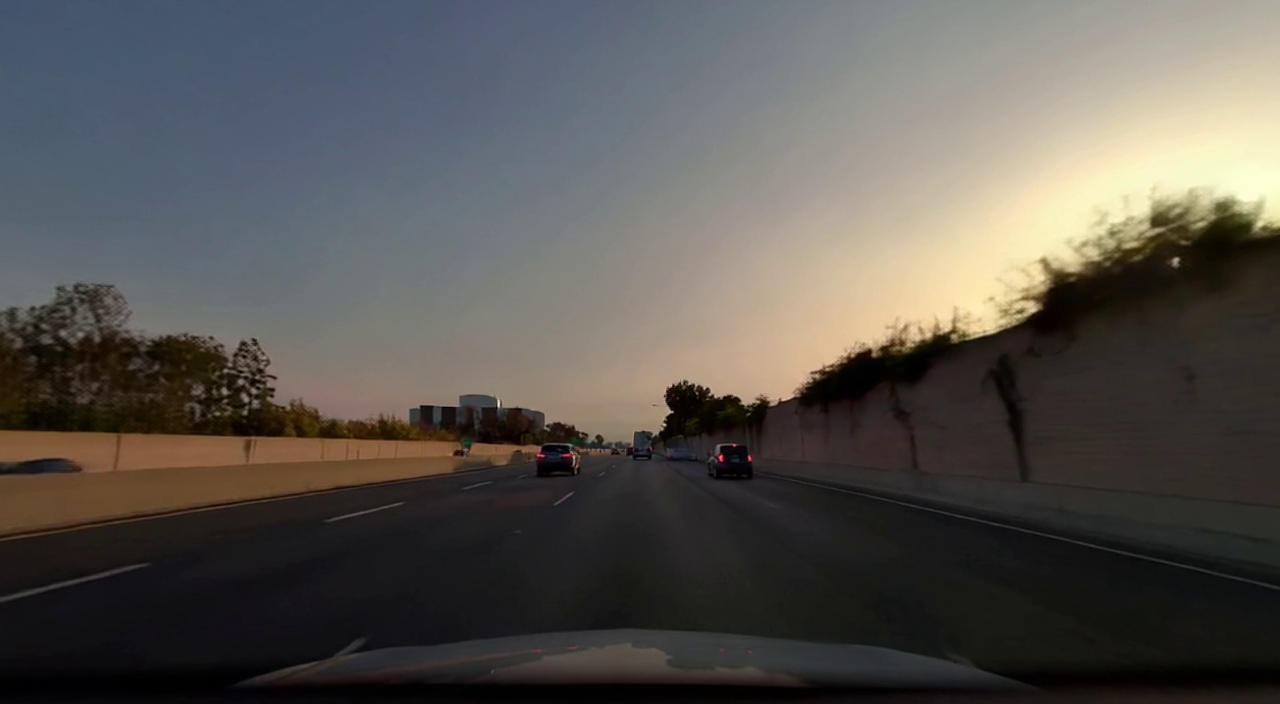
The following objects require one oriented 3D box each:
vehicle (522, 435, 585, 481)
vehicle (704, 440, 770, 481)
[{"bbox_3d":[-3.675,4.610,27.608,2.014,1.811,4.369,-1,-9,2],"label":"vehicle"},{"bbox_3d":[3.972,4.538,26.563,1.973,1.536,4.337,0,-9,-1],"label":"vehicle"}]
